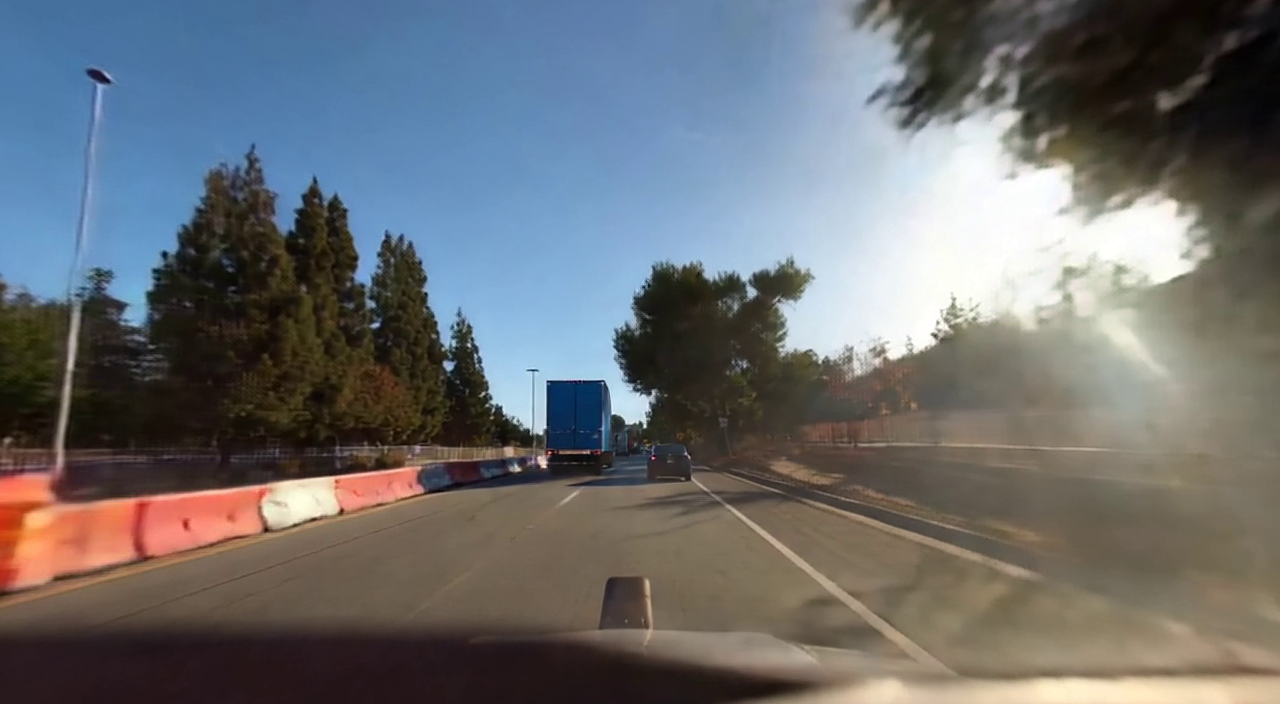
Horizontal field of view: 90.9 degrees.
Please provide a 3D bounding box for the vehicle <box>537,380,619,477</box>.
[{"bbox_3d":[-2.902,4.376,34.781,2.906,4.115,15.715,0,-8,0],"label":"vehicle"}]

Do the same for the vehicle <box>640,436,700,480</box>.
[{"bbox_3d":[1.181,4.414,26.626,2.304,1.675,4.462,0,-8,0],"label":"vehicle"}]
